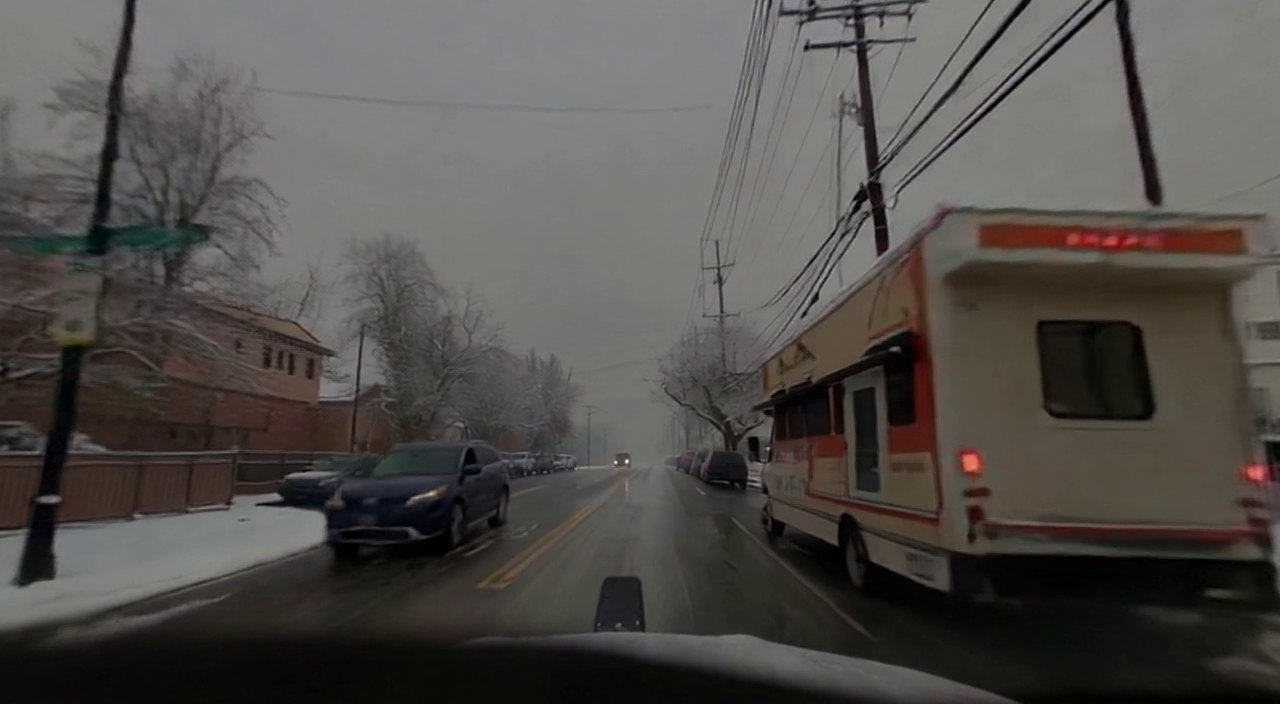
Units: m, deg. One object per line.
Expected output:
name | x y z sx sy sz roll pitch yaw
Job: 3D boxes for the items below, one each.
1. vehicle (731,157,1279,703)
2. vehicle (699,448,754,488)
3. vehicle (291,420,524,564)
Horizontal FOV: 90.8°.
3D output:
vehicle | 3.233 0.936 7.745 2.886 3.321 7.809 0 -8 -1
vehicle | 3.843 5.205 28.781 1.936 1.641 4.434 -1 -8 1
vehicle | -3.188 1.989 9.729 1.952 1.708 4.096 -1 -8 1
